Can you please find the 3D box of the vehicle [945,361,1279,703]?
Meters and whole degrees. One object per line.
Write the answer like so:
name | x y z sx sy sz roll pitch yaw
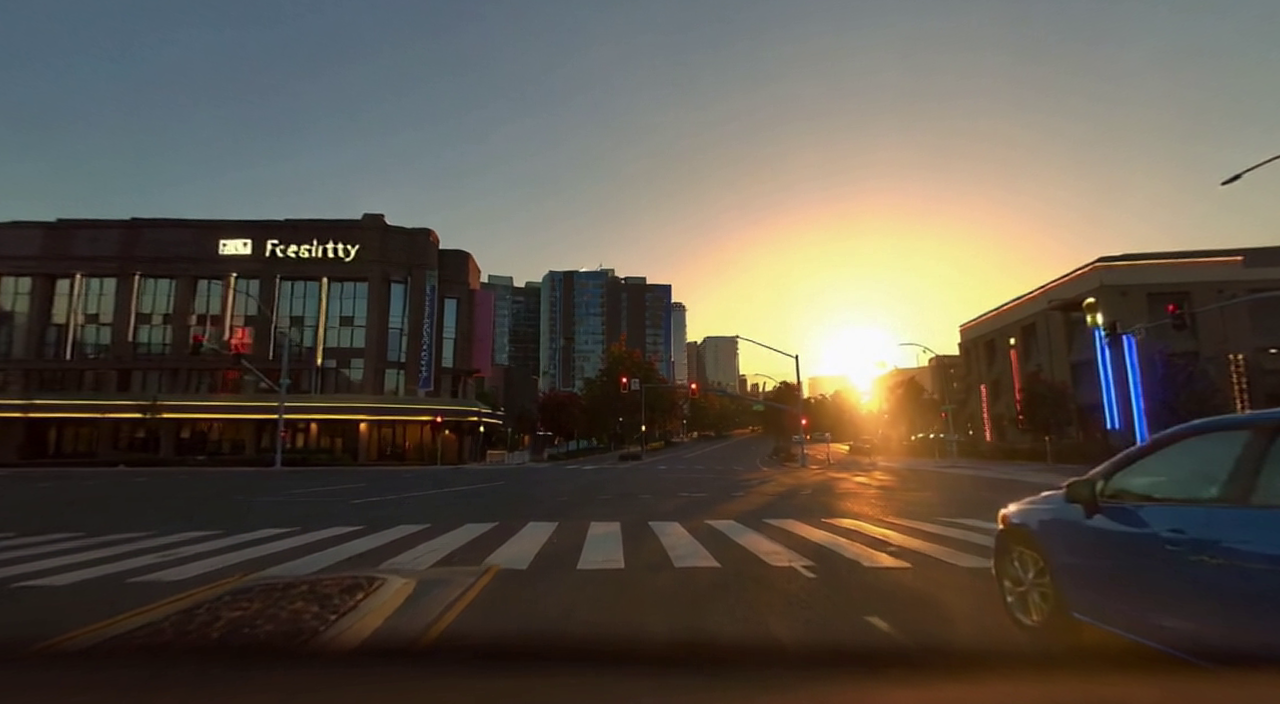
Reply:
vehicle | 3.471 0.928 2.895 2.067 1.625 4.073 0 -8 0
